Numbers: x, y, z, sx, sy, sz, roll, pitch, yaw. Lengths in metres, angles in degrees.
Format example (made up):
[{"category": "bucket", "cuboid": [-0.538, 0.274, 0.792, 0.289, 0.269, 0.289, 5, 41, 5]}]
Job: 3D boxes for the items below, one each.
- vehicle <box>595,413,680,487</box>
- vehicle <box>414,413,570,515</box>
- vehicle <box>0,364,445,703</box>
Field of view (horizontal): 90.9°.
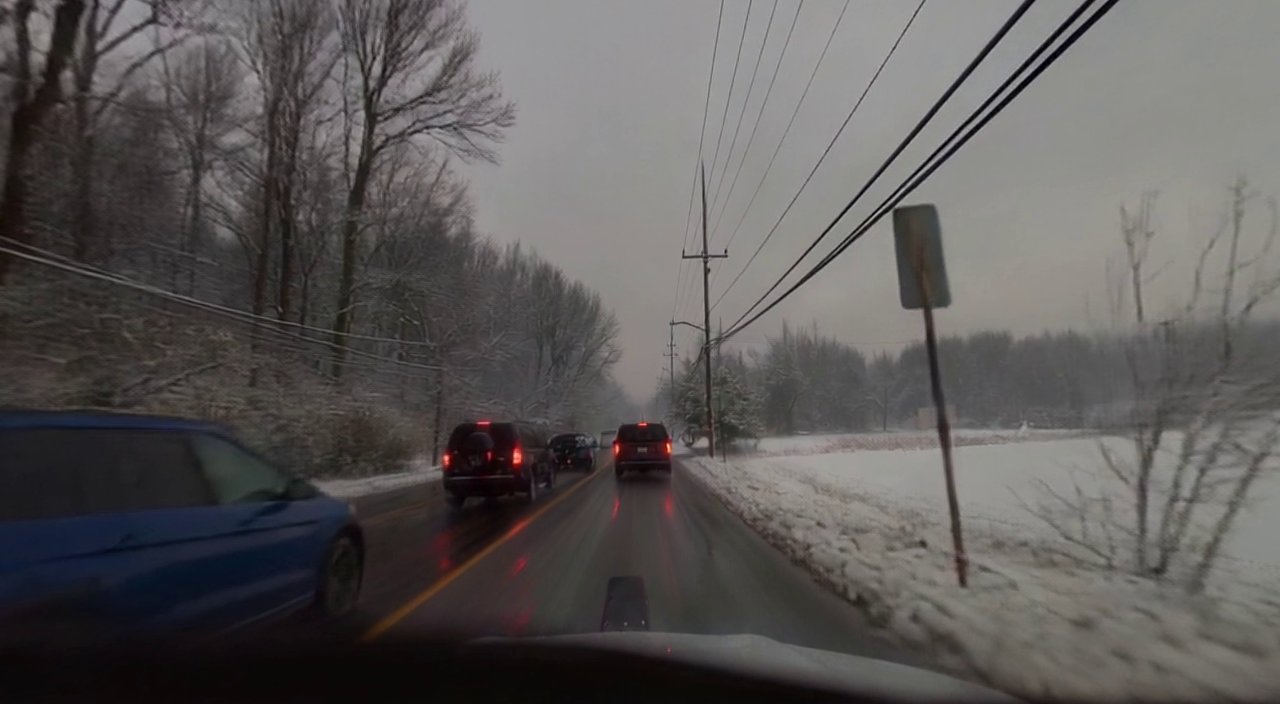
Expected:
[{"category": "vehicle", "cuboid": [0.019, 2.891, 18.732, 2.241, 1.912, 4.095, -1, -8, 2]}, {"category": "vehicle", "cuboid": [-2.890, 2.334, 13.567, 2.062, 1.796, 4.657, -1, -8, 2]}, {"category": "vehicle", "cuboid": [-3.132, 1.079, 3.889, 2.180, 1.546, 4.755, 0, -8, 2]}]
